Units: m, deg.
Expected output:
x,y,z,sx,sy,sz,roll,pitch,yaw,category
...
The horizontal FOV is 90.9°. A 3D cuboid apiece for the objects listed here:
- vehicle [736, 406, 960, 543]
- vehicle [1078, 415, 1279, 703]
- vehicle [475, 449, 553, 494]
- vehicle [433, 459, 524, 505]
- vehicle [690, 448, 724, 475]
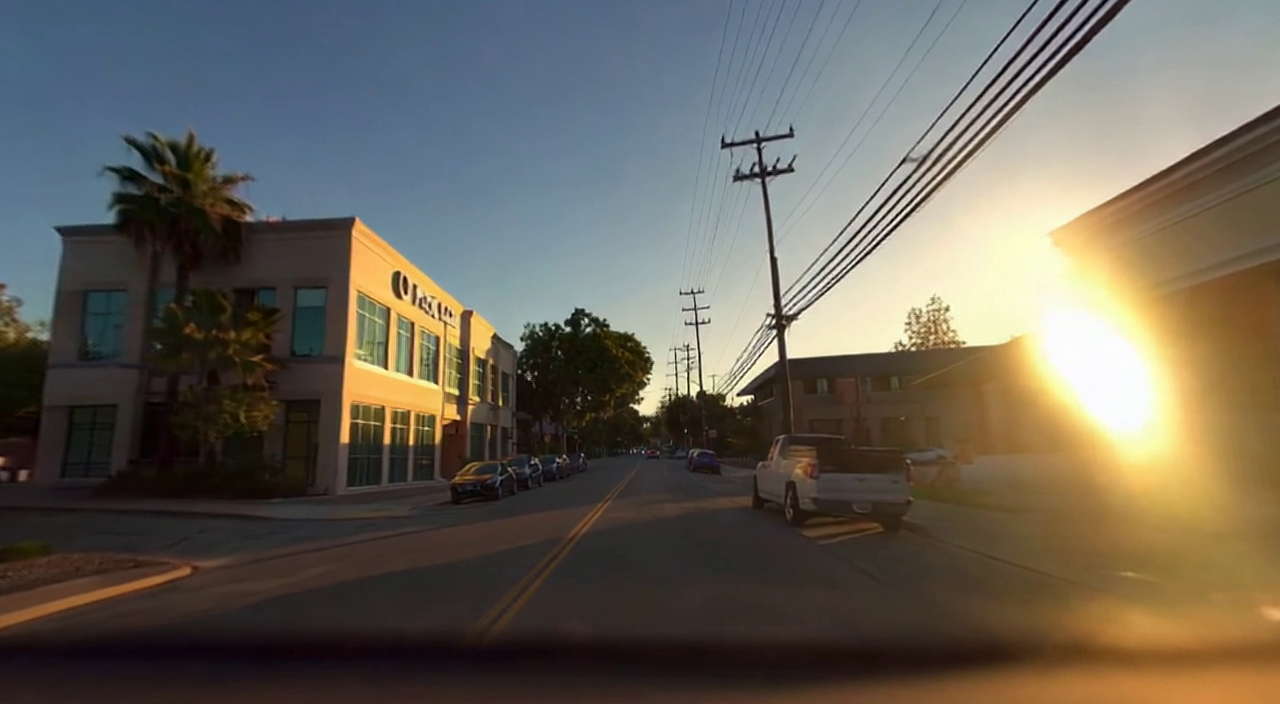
x,y,z,sx,sy,sz,roll,pitch,yaw,category
3.717,2.400,12.933,2.485,2.123,6.029,0,-9,0,vehicle
3.499,0.786,1.006,2.060,1.513,4.741,0,-9,-2,vehicle
-5.523,5.314,28.518,2.286,1.836,5.088,0,-9,2,vehicle
-5.750,4.680,23.106,1.982,1.453,4.577,0,-9,1,vehicle
4.320,7.131,41.319,1.948,1.607,4.873,0,-9,3,vehicle
